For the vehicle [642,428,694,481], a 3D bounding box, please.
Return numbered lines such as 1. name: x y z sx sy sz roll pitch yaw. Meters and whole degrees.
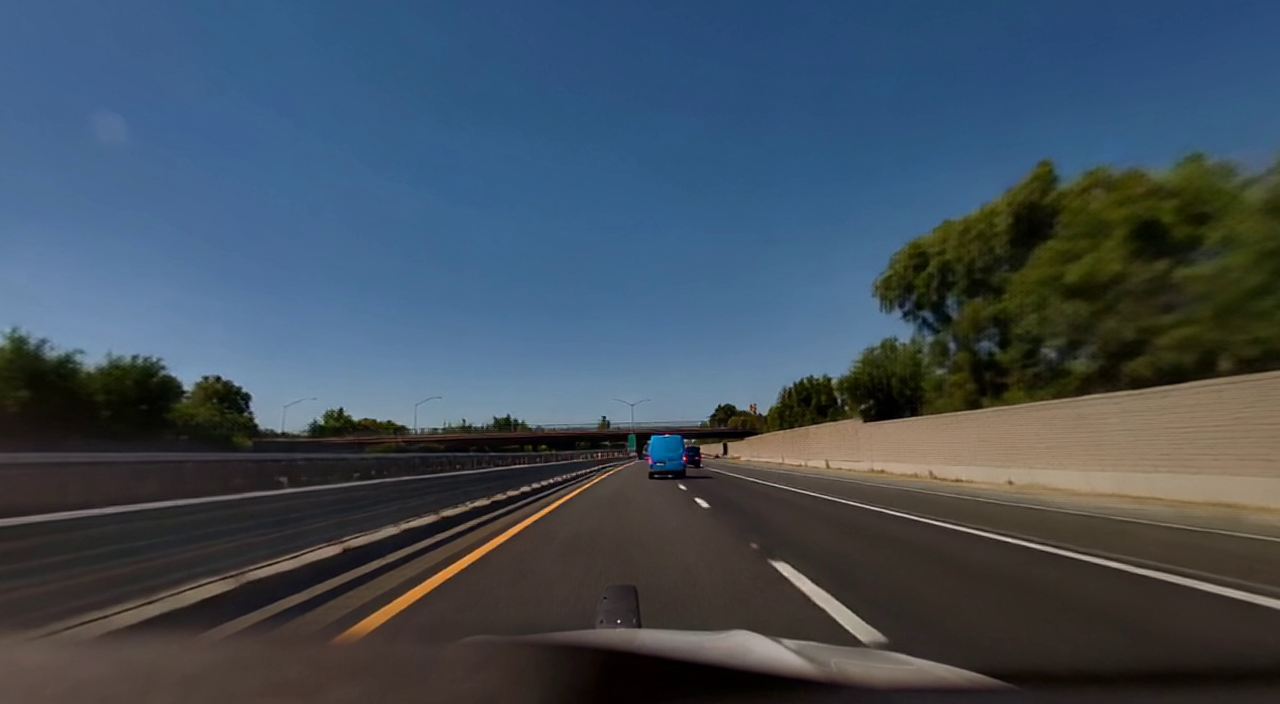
1. vehicle: 1.441 5.560 34.026 2.560 2.598 5.581 -1 -9 1
